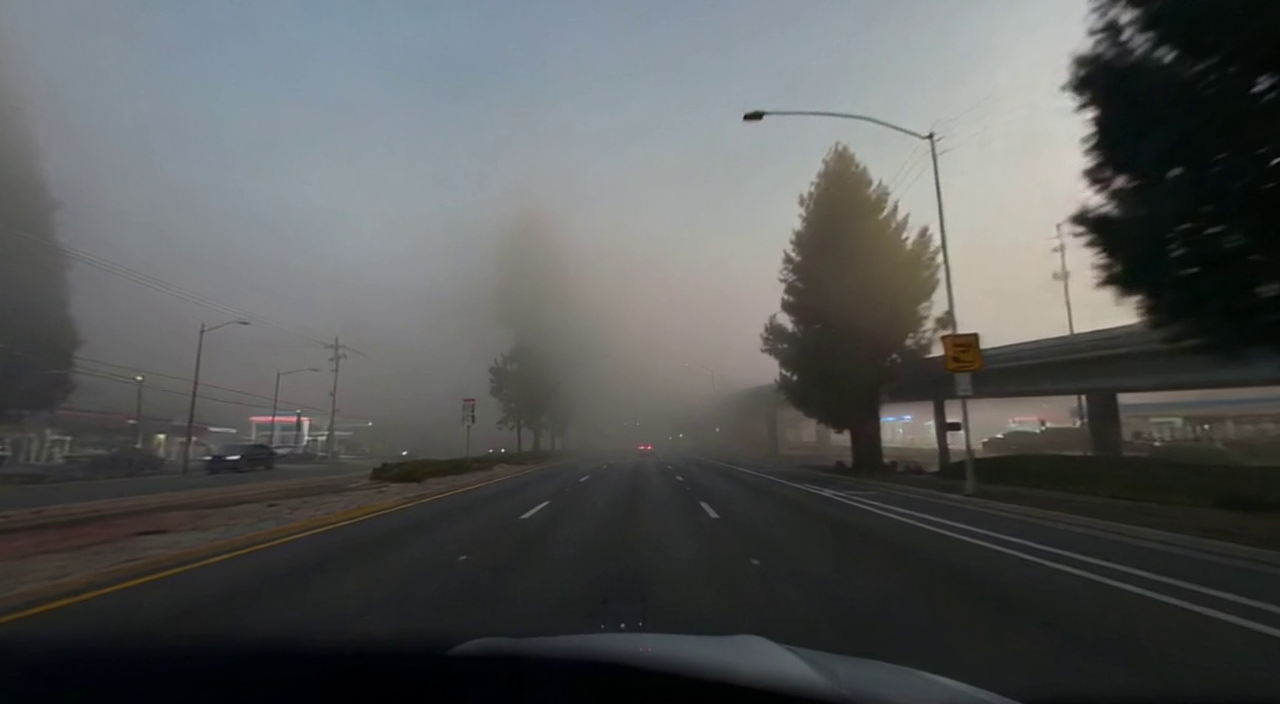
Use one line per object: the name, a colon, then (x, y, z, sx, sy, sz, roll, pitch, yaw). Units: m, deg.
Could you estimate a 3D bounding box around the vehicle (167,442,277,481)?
vehicle: (-19.687, 5.142, 29.883, 2.002, 1.642, 4.619, 0, -8, 0)
